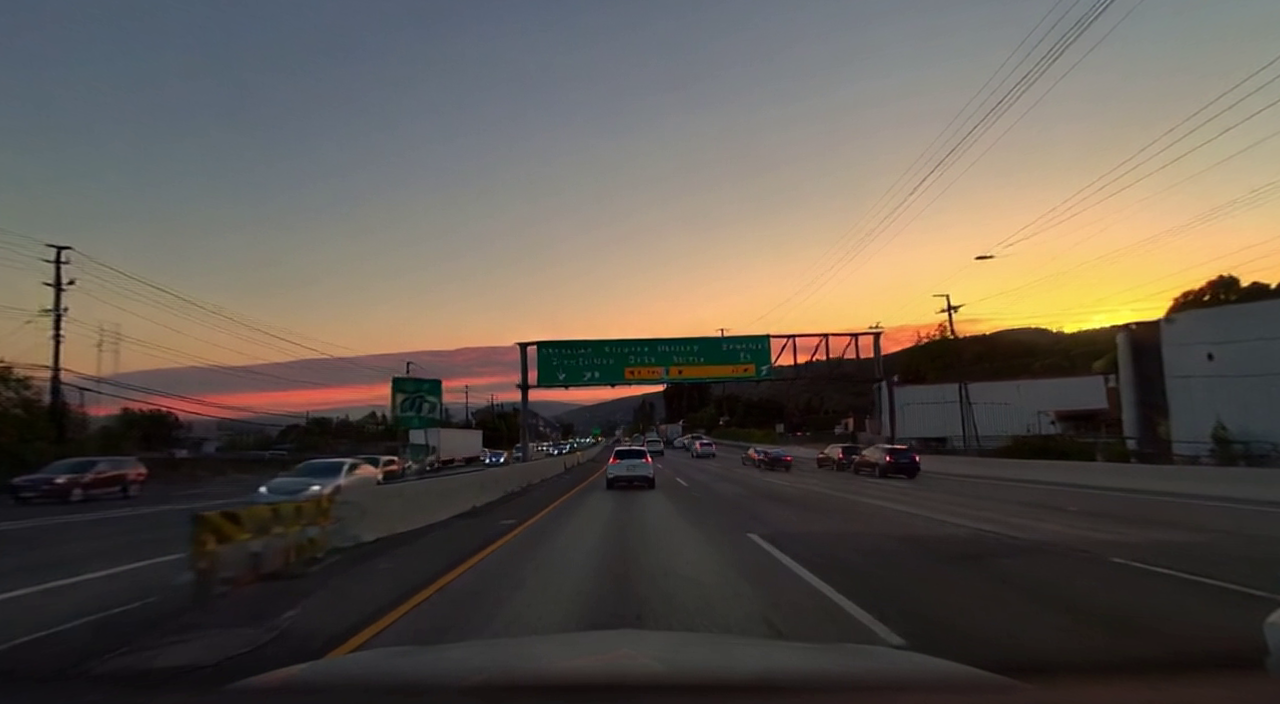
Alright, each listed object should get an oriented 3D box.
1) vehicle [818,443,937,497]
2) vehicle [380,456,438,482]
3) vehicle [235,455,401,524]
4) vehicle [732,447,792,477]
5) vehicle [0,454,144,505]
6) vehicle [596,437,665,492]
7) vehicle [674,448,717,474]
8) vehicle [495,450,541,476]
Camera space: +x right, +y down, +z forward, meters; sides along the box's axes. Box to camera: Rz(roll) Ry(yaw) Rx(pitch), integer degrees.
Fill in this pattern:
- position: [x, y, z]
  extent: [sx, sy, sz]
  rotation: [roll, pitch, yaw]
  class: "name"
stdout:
- position: [7.159, 3.573, 19.593]
  extent: [1.958, 1.473, 4.201]
  rotation: [0, -9, -2]
  class: "vehicle"
- position: [-14.876, 7.570, 41.046]
  extent: [1.924, 1.472, 4.767]
  rotation: [0, -9, 1]
  class: "vehicle"
- position: [-8.164, 3.492, 16.605]
  extent: [1.937, 1.477, 4.561]
  rotation: [0, -9, 0]
  class: "vehicle"
- position: [6.288, 5.707, 33.110]
  extent: [1.934, 1.461, 4.368]
  rotation: [1, -9, -5]
  class: "vehicle"
- position: [-21.814, 4.827, 24.307]
  extent: [1.889, 1.708, 4.301]
  rotation: [0, -9, 0]
  class: "vehicle"
- position: [-0.356, 4.117, 23.464]
  extent: [2.298, 1.809, 4.359]
  rotation: [0, -9, -1]
  class: "vehicle"
- position: [3.297, 6.578, 38.402]
  extent: [2.115, 1.481, 3.968]
  rotation: [0, -9, -2]
  class: "vehicle"
- position: [-8.261, 7.543, 43.076]
  extent: [2.069, 1.613, 4.660]
  rotation: [0, -9, 2]
  class: "vehicle"
